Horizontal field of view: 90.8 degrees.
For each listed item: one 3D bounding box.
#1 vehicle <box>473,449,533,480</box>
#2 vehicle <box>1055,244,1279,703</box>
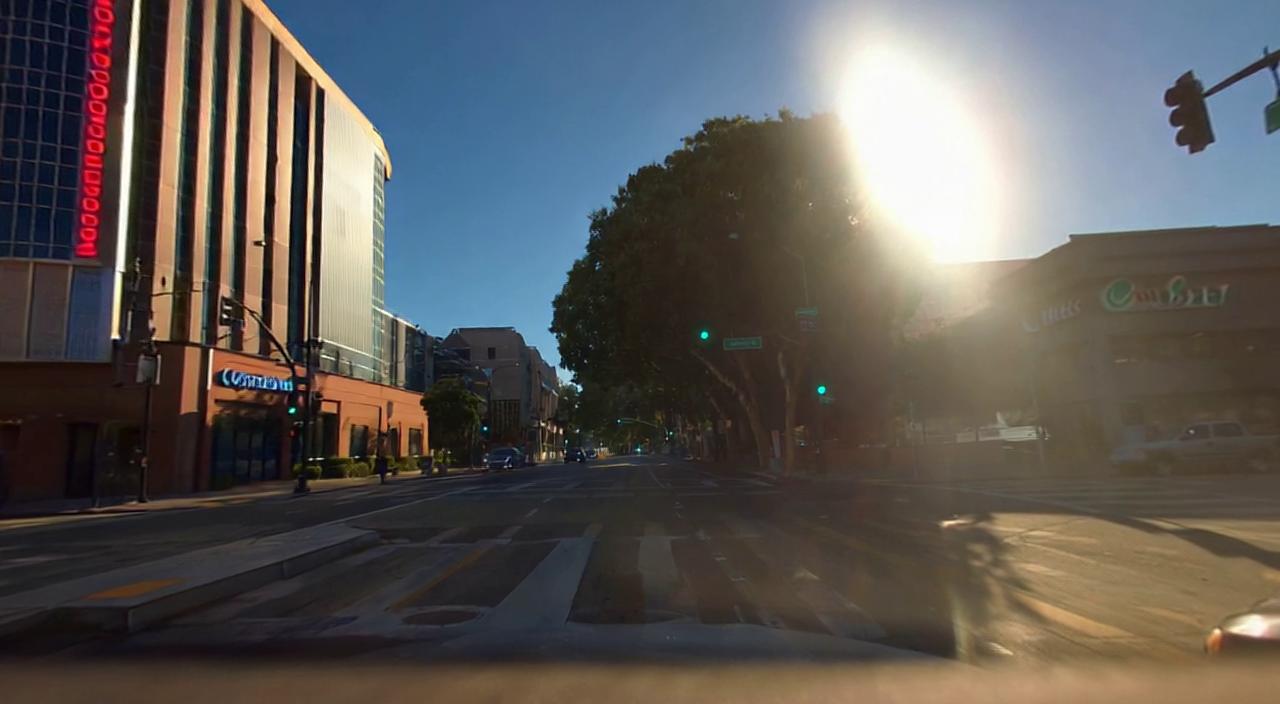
[{"bbox_3d":[-6.965,5.766,32.574,1.893,1.451,4.276,-1,-9,3],"label":"vehicle"},{"bbox_3d":[2.601,0.417,0.114,2.058,1.793,4.429,0,-9,1],"label":"vehicle"}]
